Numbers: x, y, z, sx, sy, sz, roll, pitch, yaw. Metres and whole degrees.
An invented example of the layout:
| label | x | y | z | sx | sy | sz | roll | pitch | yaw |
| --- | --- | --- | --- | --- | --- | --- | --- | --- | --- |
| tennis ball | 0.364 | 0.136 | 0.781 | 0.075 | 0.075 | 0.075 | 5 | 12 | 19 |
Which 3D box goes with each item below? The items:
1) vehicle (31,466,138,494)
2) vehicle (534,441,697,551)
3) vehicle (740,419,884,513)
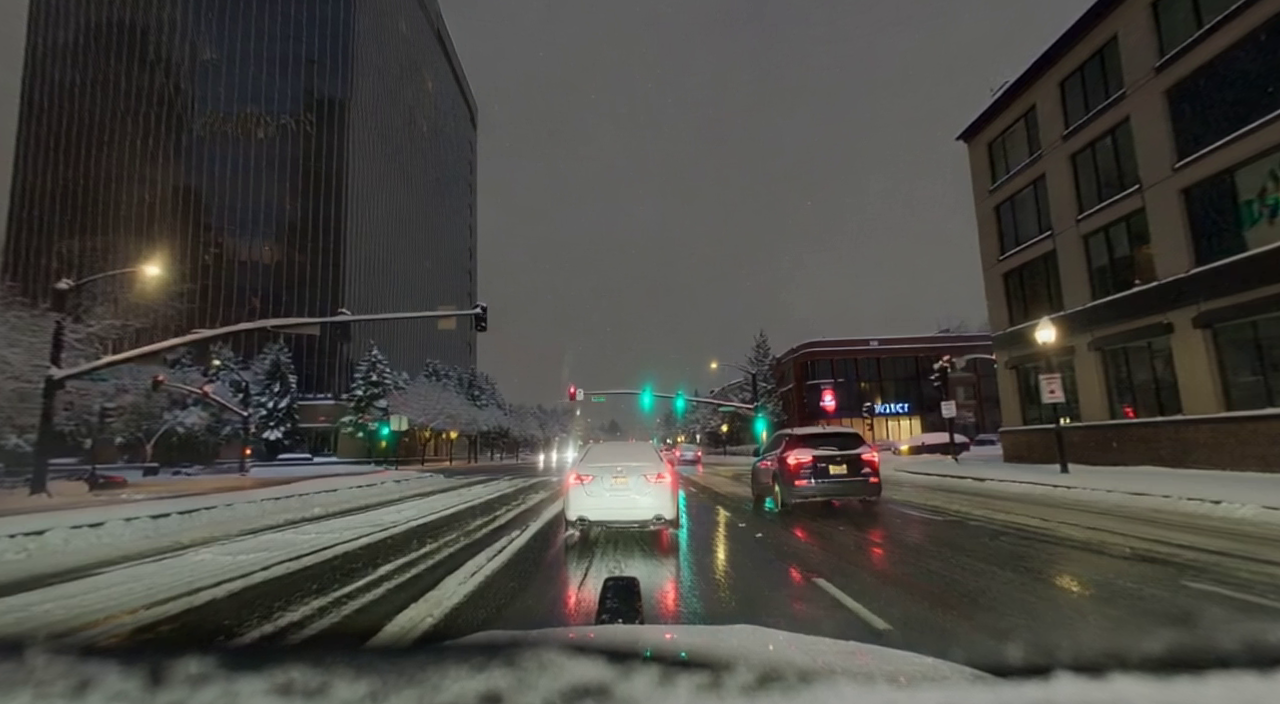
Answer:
| label | x | y | z | sx | sy | sz | roll | pitch | yaw |
| --- | --- | --- | --- | --- | --- | --- | --- | --- | --- |
| vehicle | -34.804 | 8.018 | 39.688 | 4.470 | 1.556 | 2.231 | 1 | -8 | -3 |
| vehicle | -0.358 | 2.188 | 10.376 | 2.144 | 1.398 | 3.963 | 0 | -7 | -1 |
| vehicle | 3.665 | 2.488 | 14.379 | 2.078 | 1.799 | 4.089 | 0 | -7 | -1 |
